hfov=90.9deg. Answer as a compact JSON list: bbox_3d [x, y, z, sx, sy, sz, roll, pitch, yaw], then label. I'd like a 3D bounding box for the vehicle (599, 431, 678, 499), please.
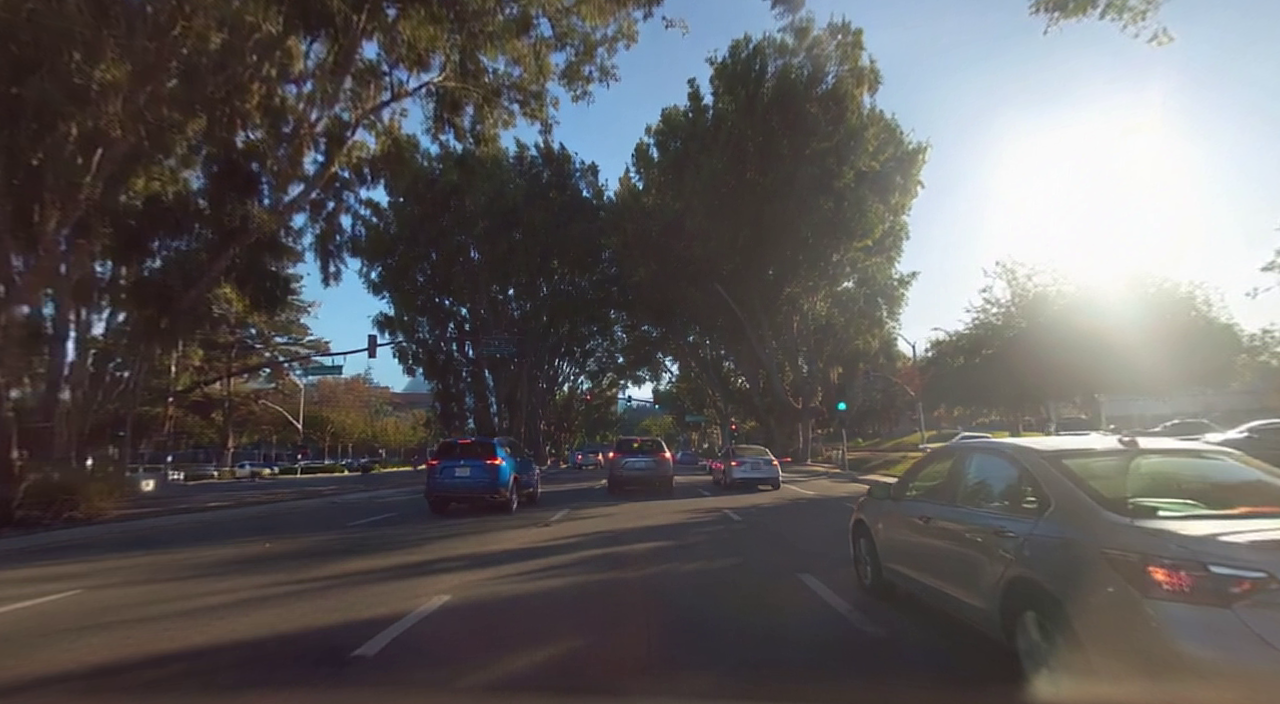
[{"bbox_3d":[-0.031,3.391,19.347,2.132,1.816,4.471,0,-8,0],"label":"vehicle"}]

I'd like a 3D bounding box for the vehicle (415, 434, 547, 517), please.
[{"bbox_3d":[-3.649,2.896,15.355,2.039,1.709,4.265,0,-8,1],"label":"vehicle"}]

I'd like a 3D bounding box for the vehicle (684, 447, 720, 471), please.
[{"bbox_3d":[4.161,7.245,42.902,1.996,1.443,4.270,0,-8,0],"label":"vehicle"}]

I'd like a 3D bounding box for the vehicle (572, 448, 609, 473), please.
[{"bbox_3d":[-3.006,6.735,39.383,1.897,1.479,4.204,-1,-8,1],"label":"vehicle"}]

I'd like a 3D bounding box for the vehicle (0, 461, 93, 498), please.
[{"bbox_3d":[-33.735,6.932,34.511,5.352,1.850,2.276,0,-8,-2],"label":"vehicle"}]

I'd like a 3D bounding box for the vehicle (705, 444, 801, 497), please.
[{"bbox_3d":[3.447,3.696,20.191,2.036,1.480,4.659,0,-8,-2],"label":"vehicle"}]

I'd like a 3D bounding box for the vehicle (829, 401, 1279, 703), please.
[{"bbox_3d":[3.061,1.252,4.604,1.976,1.491,4.427,0,-8,0],"label":"vehicle"}]
